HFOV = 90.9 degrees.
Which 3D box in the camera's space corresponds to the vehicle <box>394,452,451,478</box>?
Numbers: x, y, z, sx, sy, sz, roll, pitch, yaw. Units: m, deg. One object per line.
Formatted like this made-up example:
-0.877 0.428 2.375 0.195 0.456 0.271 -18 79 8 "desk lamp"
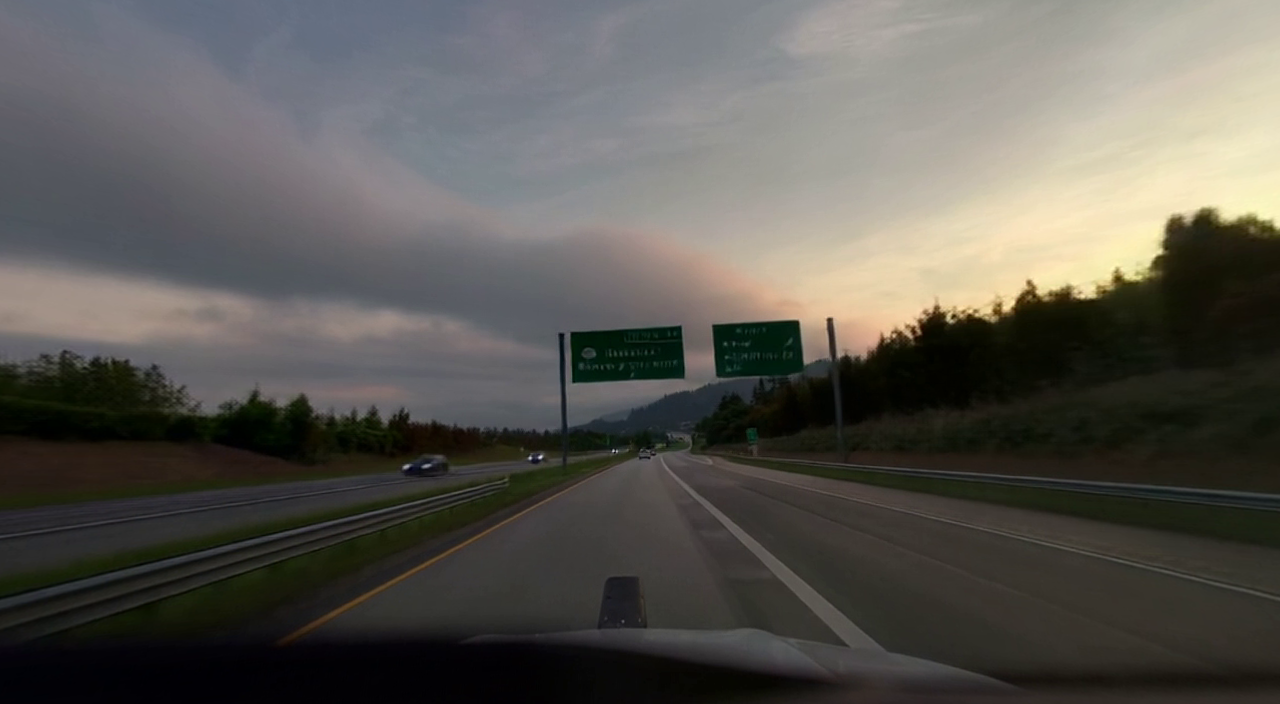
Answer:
-12.974 6.757 37.876 1.793 1.463 4.126 0 -9 2 "vehicle"
